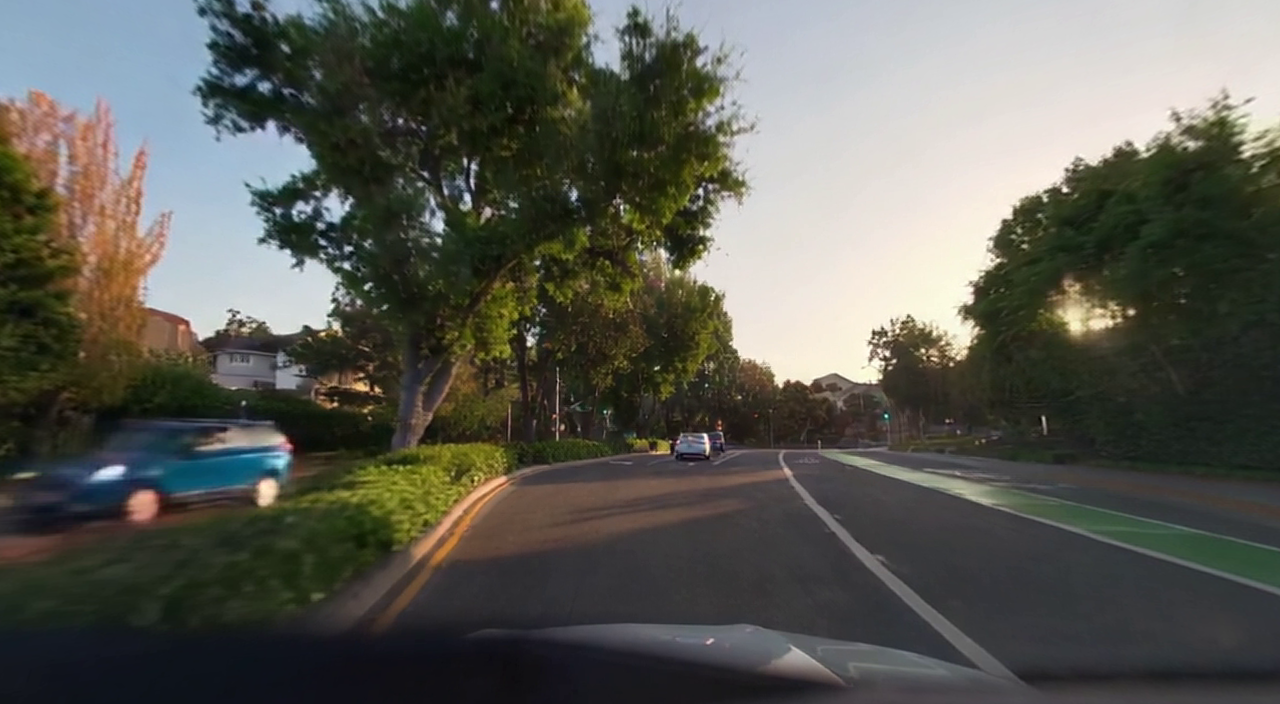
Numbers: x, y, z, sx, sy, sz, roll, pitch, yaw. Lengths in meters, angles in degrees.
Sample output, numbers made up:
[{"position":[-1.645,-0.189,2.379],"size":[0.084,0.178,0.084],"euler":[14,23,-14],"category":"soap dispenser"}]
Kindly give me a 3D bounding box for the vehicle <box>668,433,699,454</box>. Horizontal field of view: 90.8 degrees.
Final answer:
[{"position":[3.431,7.178,49.356],"size":[1.923,1.498,3.887],"euler":[-2,-9,12],"category":"vehicle"}]

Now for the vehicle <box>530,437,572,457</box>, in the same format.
[{"position":[-6.774,7.357,48.822],"size":[1.947,1.486,4.862],"euler":[-1,-9,7],"category":"vehicle"}]

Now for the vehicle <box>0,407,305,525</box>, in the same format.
[{"position":[-9.159,2.168,12.385],"size":[2.182,1.843,4.604],"euler":[-1,-9,7],"category":"vehicle"}]

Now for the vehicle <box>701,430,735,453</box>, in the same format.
[{"position":[6.162,7.050,49.389],"size":[2.286,1.701,4.395],"euler":[-2,-9,12],"category":"vehicle"}]
